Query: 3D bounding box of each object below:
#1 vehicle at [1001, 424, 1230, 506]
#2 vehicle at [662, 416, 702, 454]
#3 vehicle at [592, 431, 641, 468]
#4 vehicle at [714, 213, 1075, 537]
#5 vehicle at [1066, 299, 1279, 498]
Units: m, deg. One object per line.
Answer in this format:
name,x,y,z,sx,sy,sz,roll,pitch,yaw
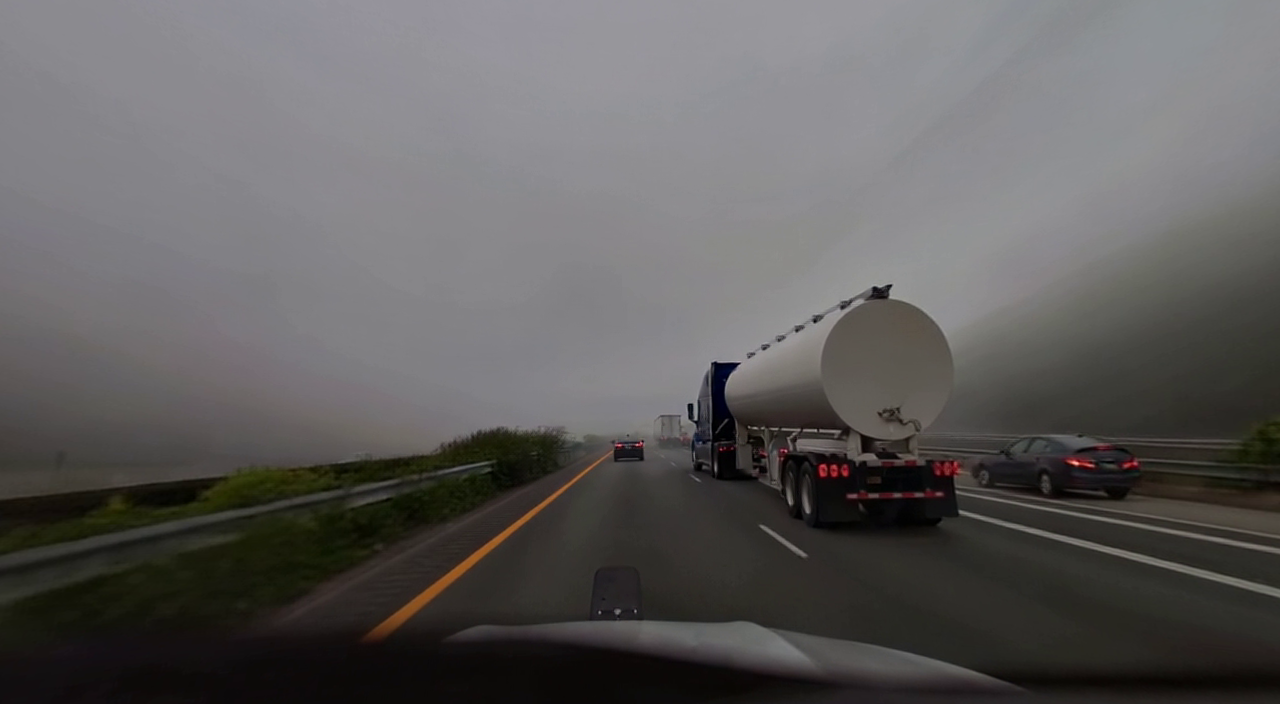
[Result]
vehicle,9.858,2.334,13.531,1.739,1.471,3.889,0,-8,-3
vehicle,3.175,6.427,48.723,2.475,2.782,4.986,0,-8,-3
vehicle,-0.987,4.253,27.646,2.000,1.510,3.518,0,-8,-1
vehicle,3.558,0.836,12.206,2.826,3.905,9.262,0,-8,-2
vehicle,14.716,1.076,13.947,2.878,4.124,10.050,0,-8,-4
